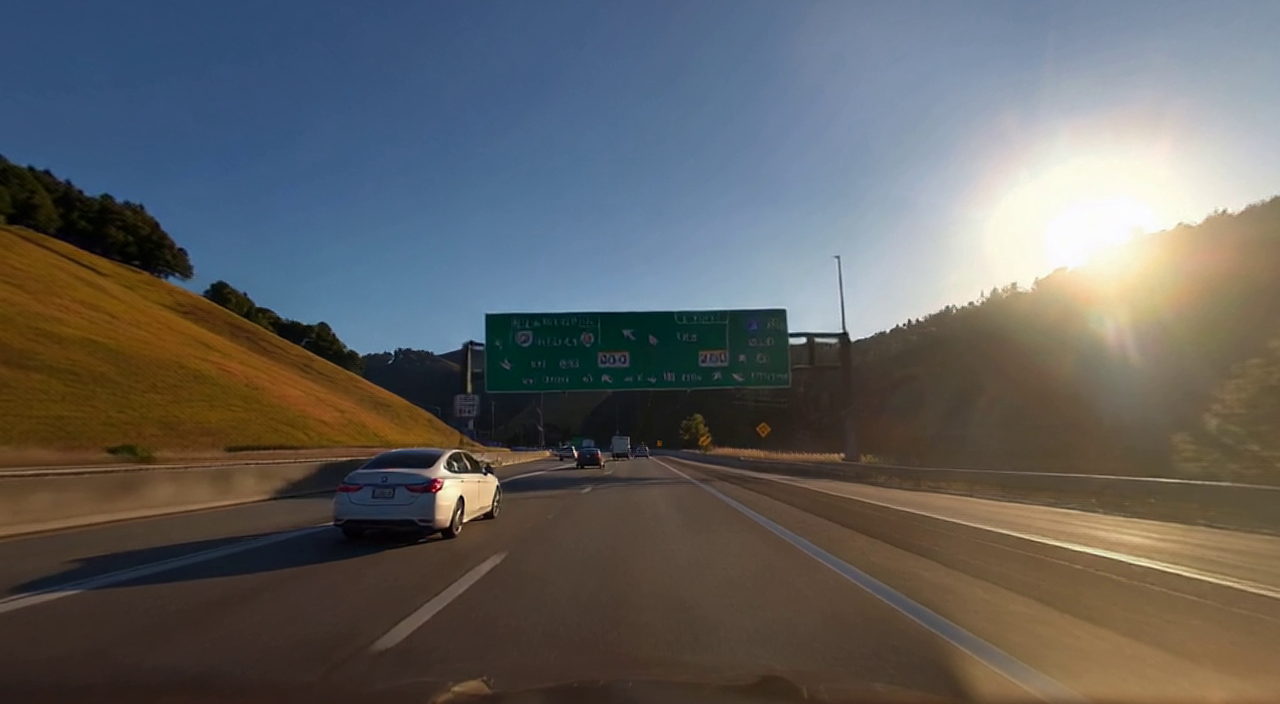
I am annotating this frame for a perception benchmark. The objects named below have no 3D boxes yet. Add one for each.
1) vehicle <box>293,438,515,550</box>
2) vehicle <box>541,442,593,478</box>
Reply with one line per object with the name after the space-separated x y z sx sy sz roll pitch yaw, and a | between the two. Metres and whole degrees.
-3.558 2.228 10.614 1.988 1.440 4.504 0 -9 0 | vehicle
-3.620 5.456 32.097 2.073 1.694 4.162 -1 -9 1 | vehicle
